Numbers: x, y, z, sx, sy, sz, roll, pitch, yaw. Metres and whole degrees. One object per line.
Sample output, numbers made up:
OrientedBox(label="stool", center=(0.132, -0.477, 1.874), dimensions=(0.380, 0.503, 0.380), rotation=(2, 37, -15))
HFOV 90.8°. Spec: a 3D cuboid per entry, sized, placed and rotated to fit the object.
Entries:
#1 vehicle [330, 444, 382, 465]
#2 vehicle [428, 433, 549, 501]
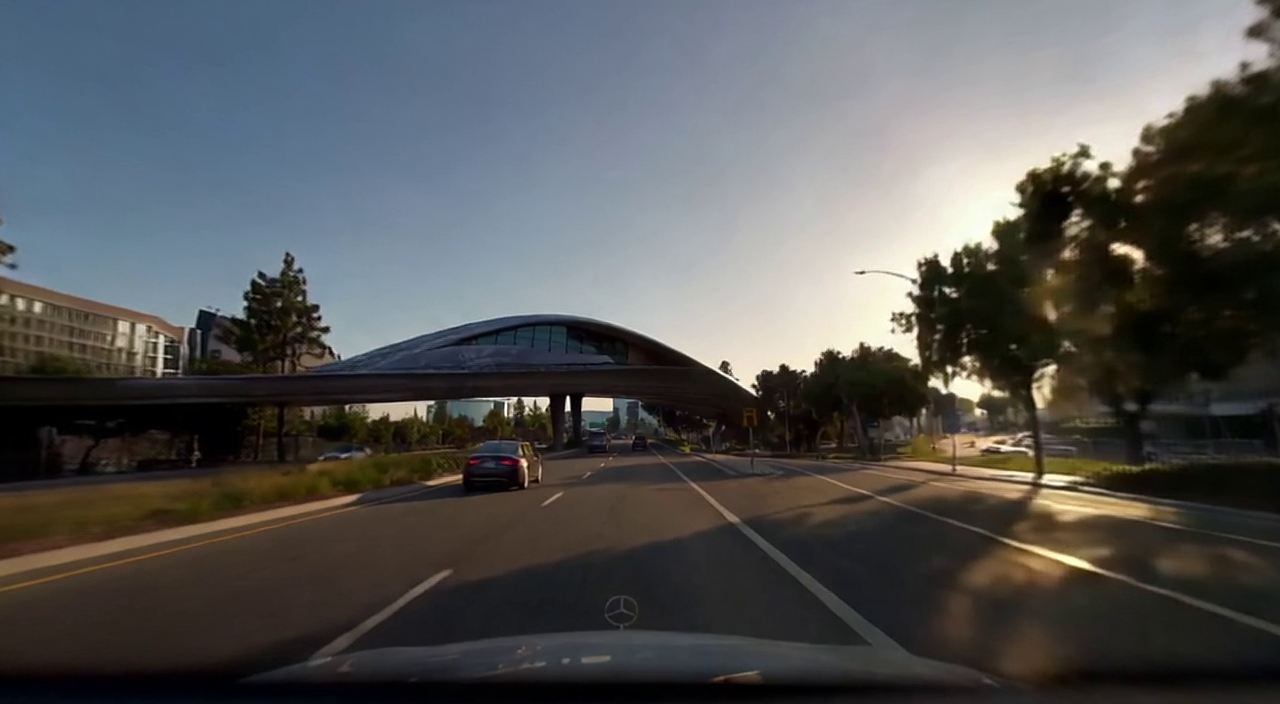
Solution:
OrientedBox(label="vehicle", center=(-19.568, 7.083, 43.684), dimensions=(1.743, 1.374, 3.875), rotation=(0, -8, 0))
OrientedBox(label="vehicle", center=(-3.747, 2.943, 16.627), dimensions=(1.984, 1.521, 4.682), rotation=(0, -8, 1))
